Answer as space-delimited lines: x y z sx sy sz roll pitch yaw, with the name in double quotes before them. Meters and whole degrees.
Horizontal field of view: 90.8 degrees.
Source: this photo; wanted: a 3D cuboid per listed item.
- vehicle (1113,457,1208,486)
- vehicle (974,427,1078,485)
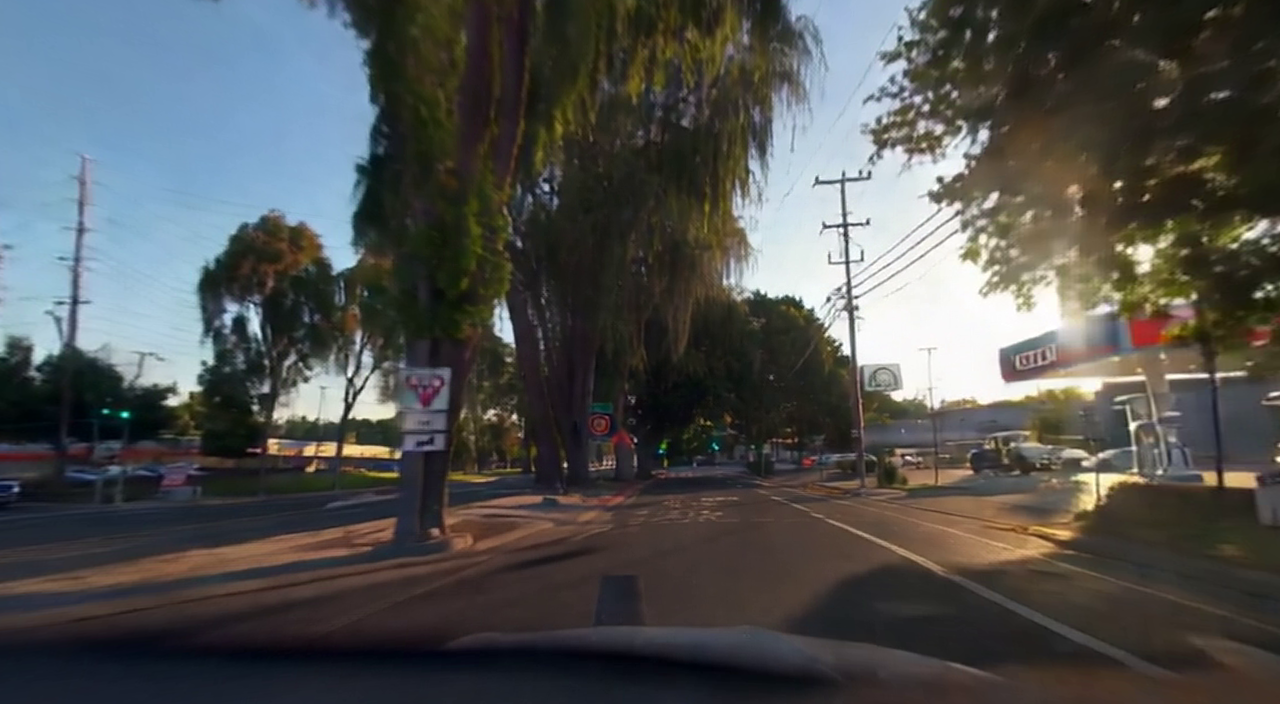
"vehicle" 28.967 6.645 35.370 2.113 1.461 3.997 -1 -9 5
"vehicle" 21.336 5.748 35.344 2.642 2.930 5.826 -1 -9 7
